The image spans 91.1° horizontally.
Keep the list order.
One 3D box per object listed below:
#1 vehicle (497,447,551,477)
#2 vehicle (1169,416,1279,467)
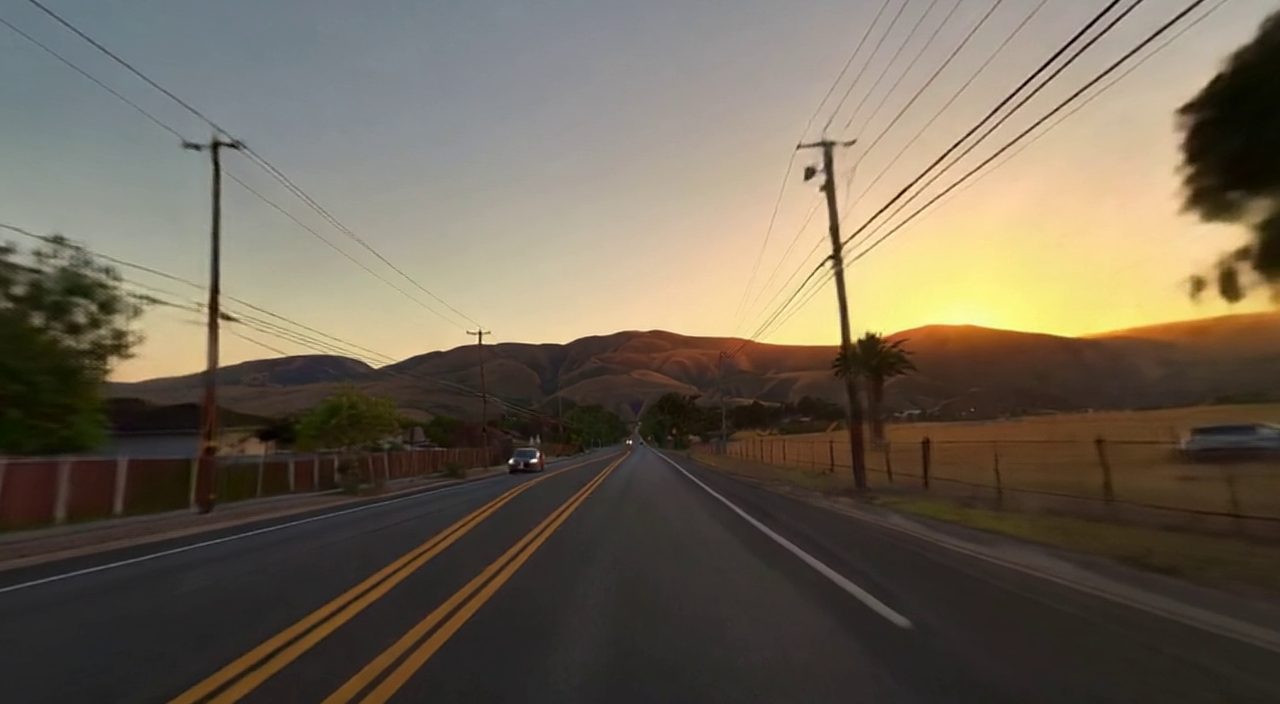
[{"bbox_3d":[-6.274,6.022,34.621,1.973,1.487,4.612,0,-8,2],"label":"vehicle"},{"bbox_3d":[21.602,3.122,21.799,4.554,1.676,1.864,0,-8,5],"label":"vehicle"}]
